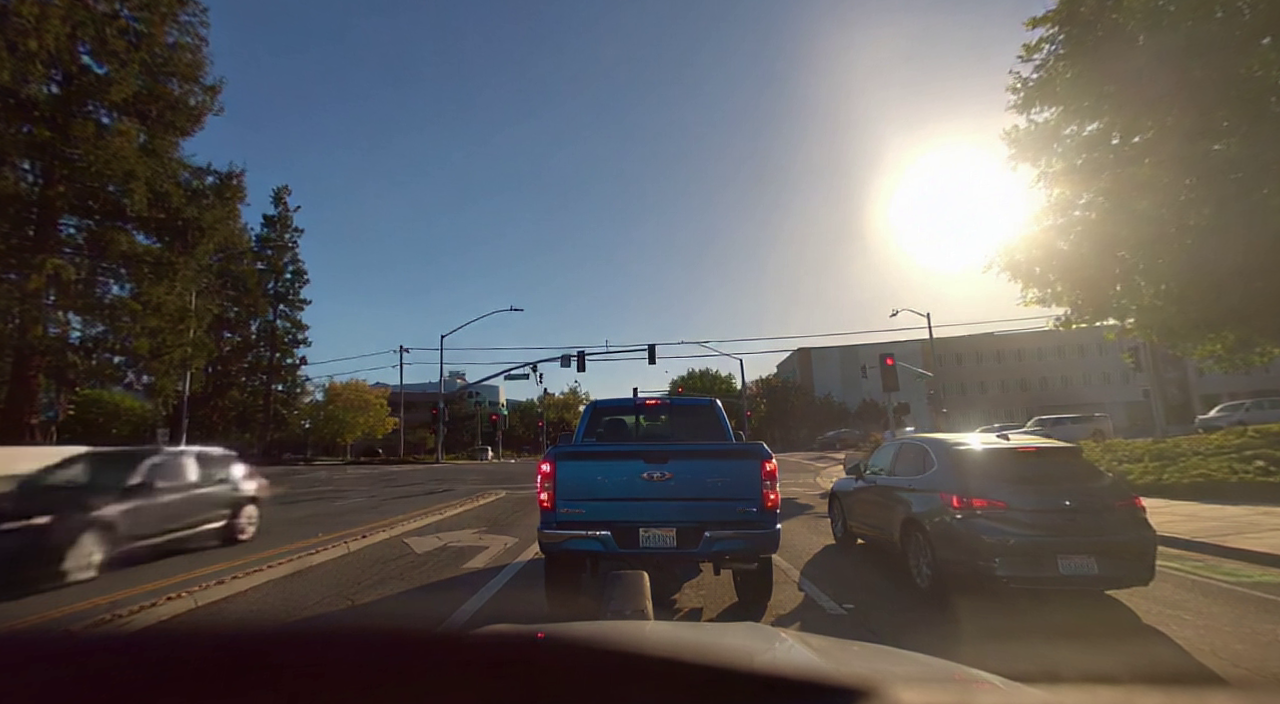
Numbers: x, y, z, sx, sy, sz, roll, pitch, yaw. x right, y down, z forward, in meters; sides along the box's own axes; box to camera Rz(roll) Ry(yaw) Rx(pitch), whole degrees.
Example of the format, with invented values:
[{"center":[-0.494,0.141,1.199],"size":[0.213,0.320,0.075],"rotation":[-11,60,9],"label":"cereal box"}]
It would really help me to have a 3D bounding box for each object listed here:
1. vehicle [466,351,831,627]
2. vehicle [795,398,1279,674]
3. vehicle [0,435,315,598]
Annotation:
[{"center":[0.089,1.389,7.382],"size":[2.636,2.011,5.425],"rotation":[0,-8,1],"label":"vehicle"},{"center":[3.332,1.501,6.479],"size":[2.155,1.667,5.162],"rotation":[0,-8,0],"label":"vehicle"},{"center":[-6.345,1.828,7.995],"size":[1.994,1.469,4.367],"rotation":[0,-8,2],"label":"vehicle"}]
